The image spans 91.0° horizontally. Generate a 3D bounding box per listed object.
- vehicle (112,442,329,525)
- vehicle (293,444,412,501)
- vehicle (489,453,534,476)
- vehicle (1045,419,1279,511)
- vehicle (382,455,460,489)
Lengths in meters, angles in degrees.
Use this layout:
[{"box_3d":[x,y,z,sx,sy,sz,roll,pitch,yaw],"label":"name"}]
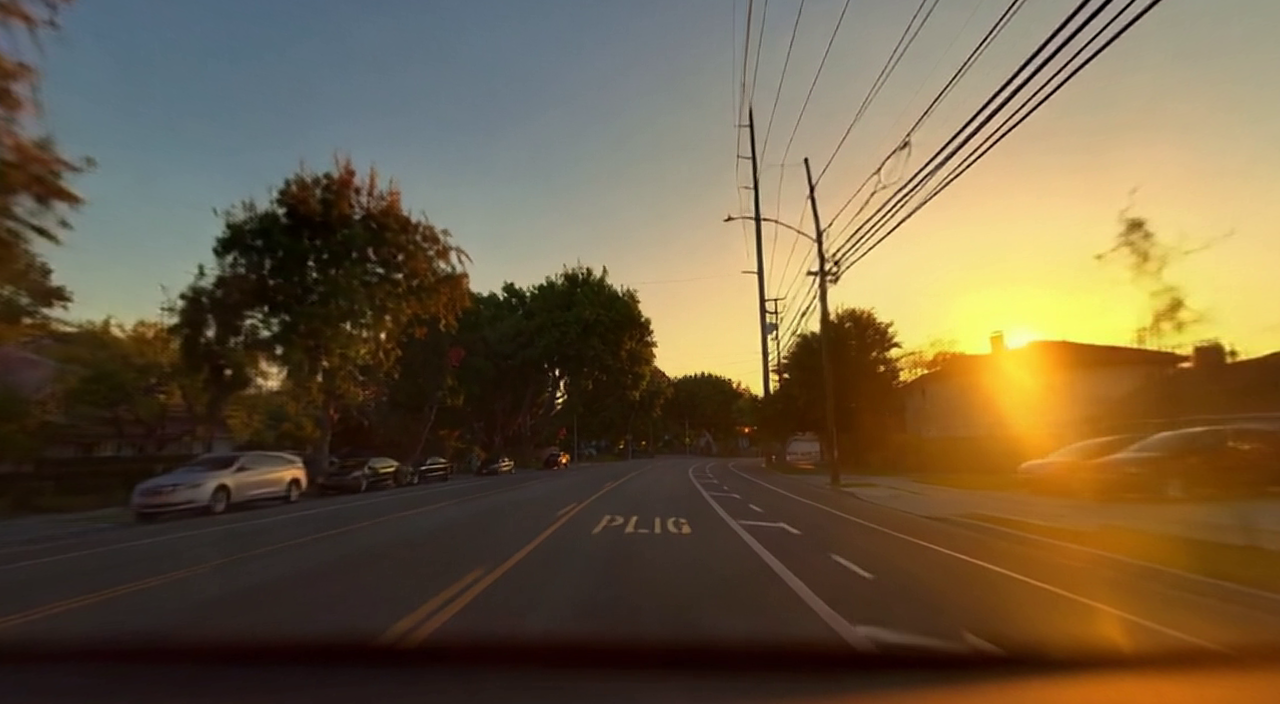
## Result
[{"box_3d":[-11.602,3.664,18.171,2.225,1.887,5.672,-3,-9,2],"label":"vehicle"},{"box_3d":[-11.348,4.798,25.410,2.114,1.925,5.449,-3,-9,2],"label":"vehicle"},{"box_3d":[-9.636,8.476,47.617,1.945,1.514,4.635,-1,-9,6],"label":"vehicle"},{"box_3d":[11.957,2.436,13.785,4.710,1.846,1.985,0,-9,2],"label":"vehicle"},{"box_3d":[-10.865,5.964,31.603,1.908,1.491,4.627,-1,-9,5],"label":"vehicle"}]
